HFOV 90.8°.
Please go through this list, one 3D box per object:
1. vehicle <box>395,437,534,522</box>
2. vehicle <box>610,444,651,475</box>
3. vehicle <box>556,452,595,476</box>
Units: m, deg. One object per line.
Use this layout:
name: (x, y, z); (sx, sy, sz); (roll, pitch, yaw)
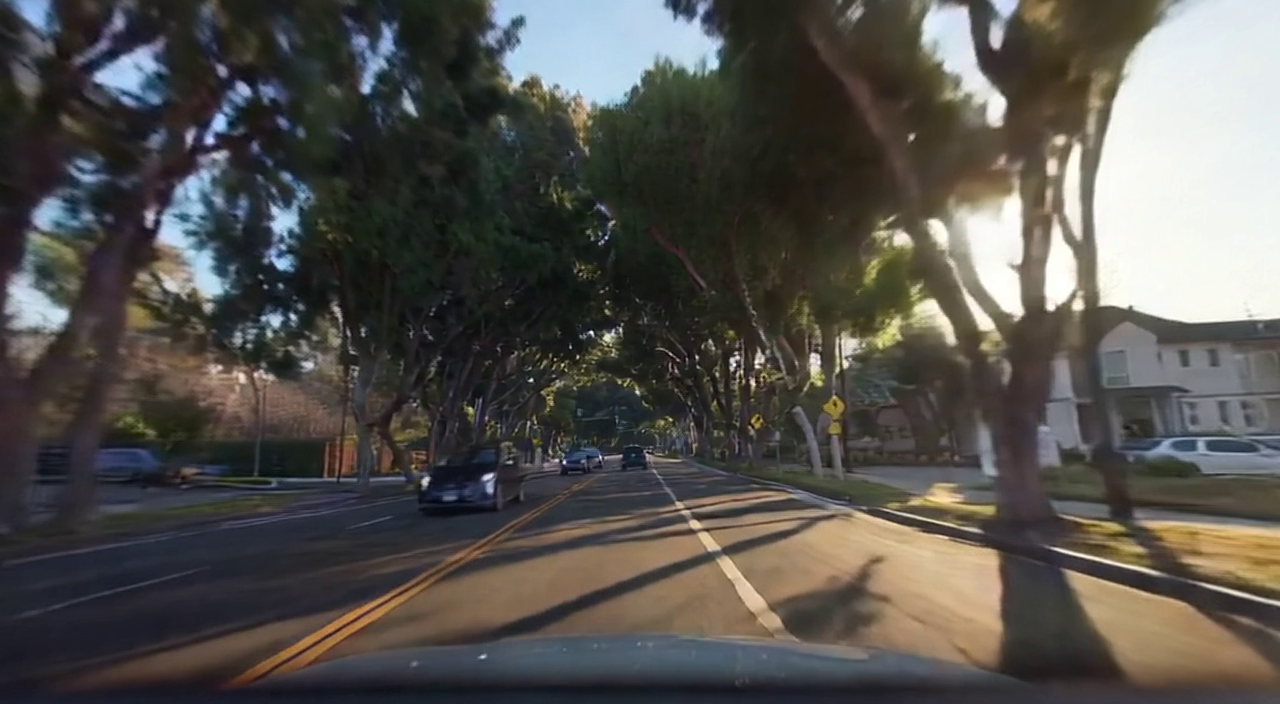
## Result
vehicle: (-3.995, 2.971, 15.321); (1.977, 1.729, 4.625); (0, -9, 1)
vehicle: (-0.558, 7.078, 41.884); (2.554, 1.902, 5.329); (0, -9, 0)
vehicle: (-4.185, 7.346, 41.614); (2.039, 1.460, 4.189); (0, -9, 1)
